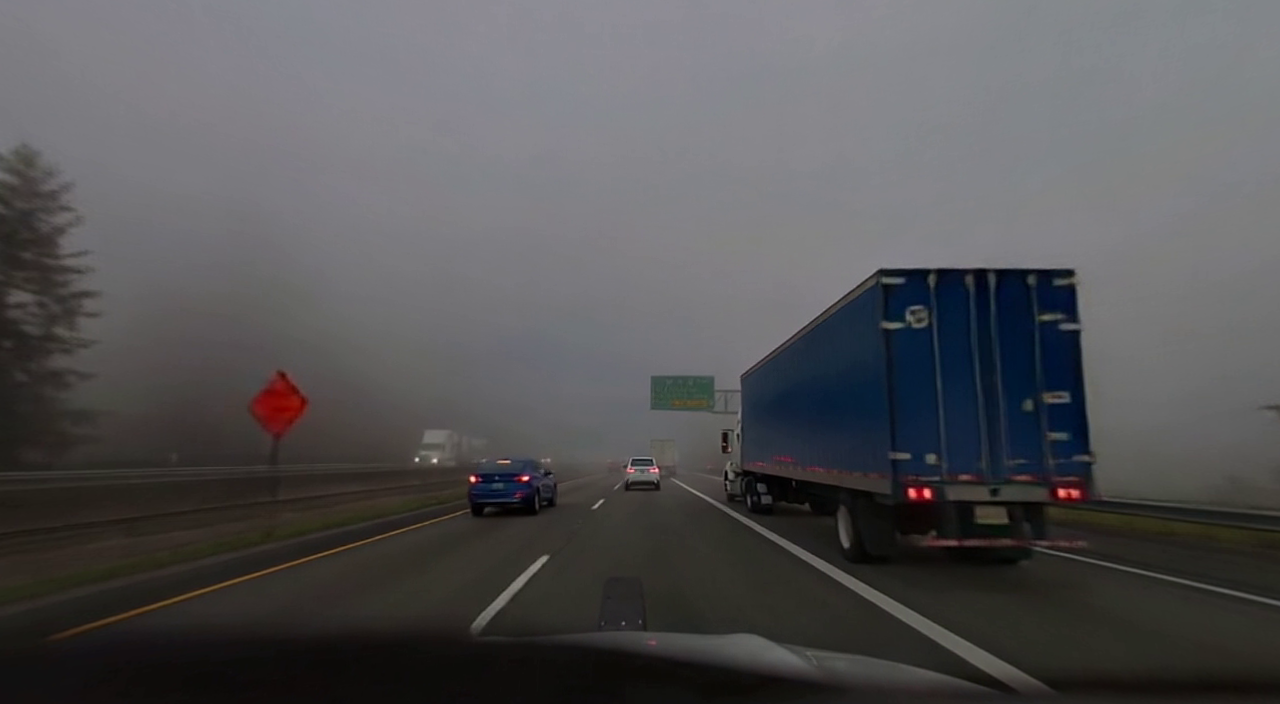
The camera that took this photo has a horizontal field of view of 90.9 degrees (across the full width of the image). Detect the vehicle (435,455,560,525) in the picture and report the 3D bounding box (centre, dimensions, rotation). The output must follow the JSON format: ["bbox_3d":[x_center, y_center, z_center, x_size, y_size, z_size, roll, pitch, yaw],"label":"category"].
[{"bbox_3d":[-3.370,3.353,15.845,2.105,1.467,4.099,0,-9,1],"label":"vehicle"}]

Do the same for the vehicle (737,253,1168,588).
[{"bbox_3d":[4.734,1.836,14.476,2.877,4.035,13.897,0,-9,0],"label":"vehicle"}]

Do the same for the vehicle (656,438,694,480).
[{"bbox_3d":[2.814,8.318,48.975,2.650,2.978,6.937,-1,-10,5],"label":"vehicle"}]

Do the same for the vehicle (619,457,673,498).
[{"bbox_3d":[0.231,5.264,26.756,2.089,1.516,4.191,0,-9,0],"label":"vehicle"}]
